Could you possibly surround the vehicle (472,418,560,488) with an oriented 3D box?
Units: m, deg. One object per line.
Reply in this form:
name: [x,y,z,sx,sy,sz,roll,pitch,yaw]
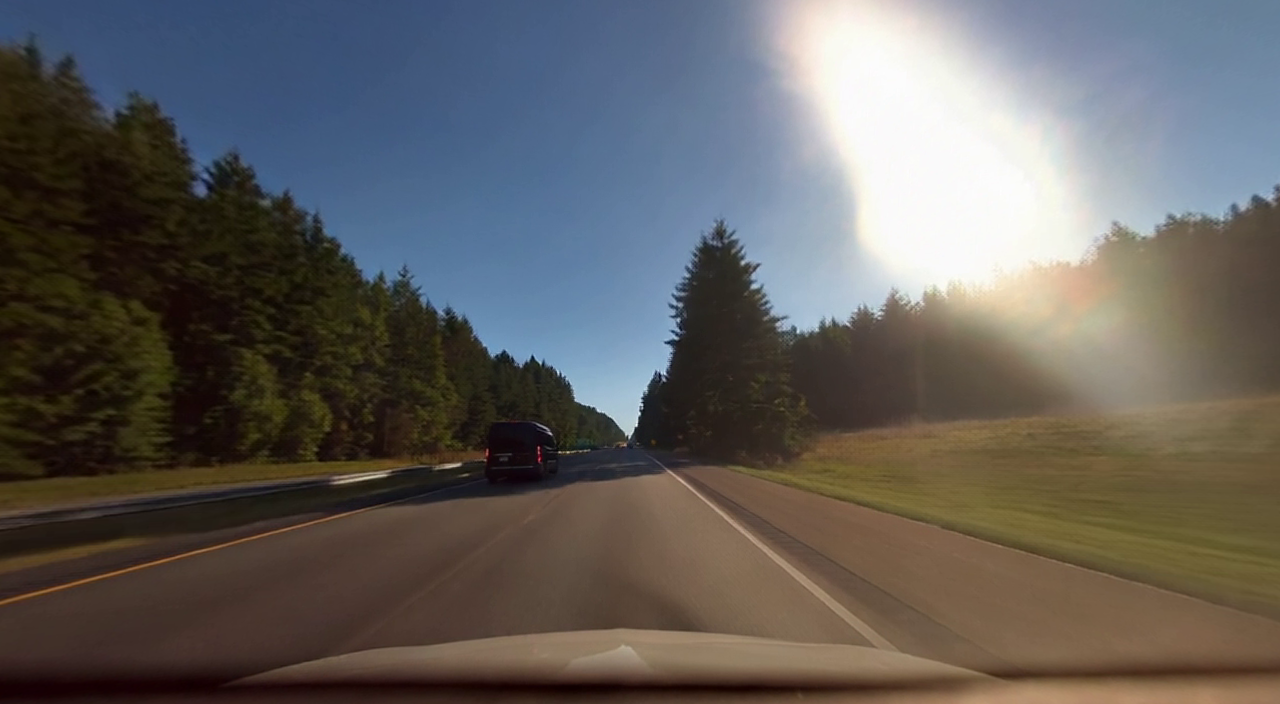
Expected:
vehicle: [-3.946,3.307,20.872,1.976,2.029,4.737,-1,-8,0]
